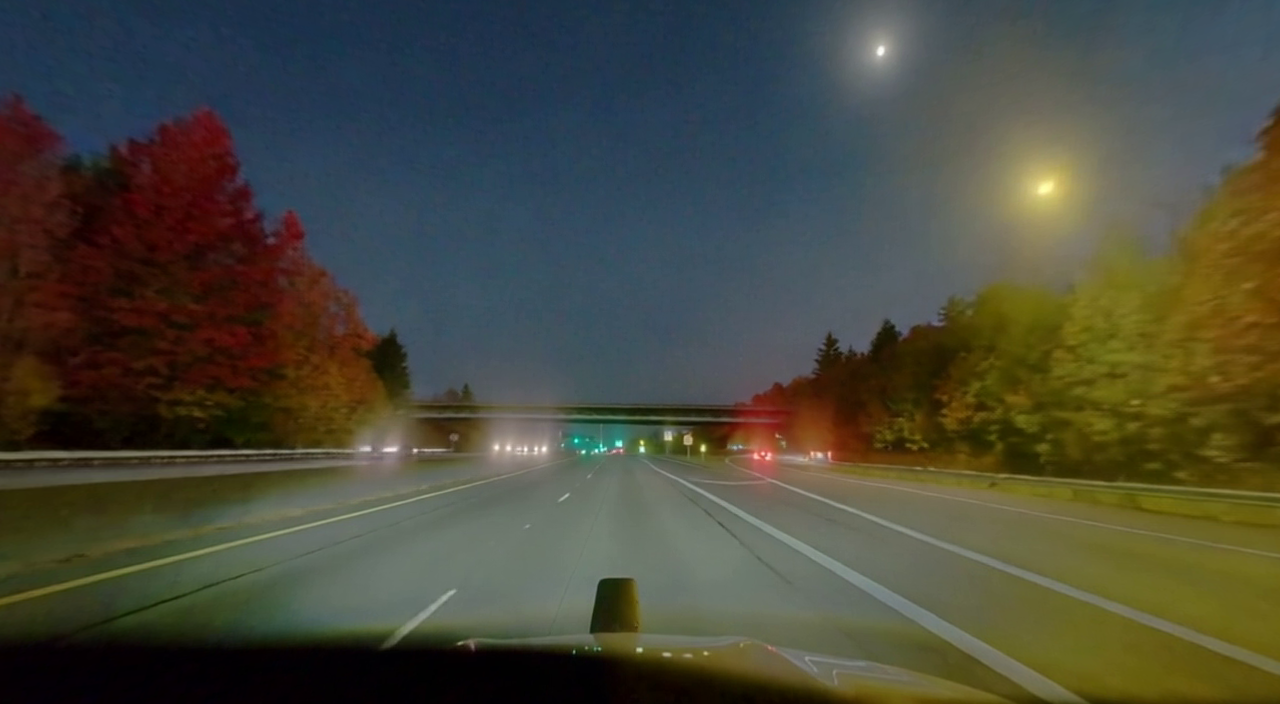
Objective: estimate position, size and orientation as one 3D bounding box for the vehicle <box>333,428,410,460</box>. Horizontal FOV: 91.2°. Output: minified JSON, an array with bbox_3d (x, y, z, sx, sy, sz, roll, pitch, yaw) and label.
[{"bbox_3d":[-14.040,4.868,33.061,1.983,1.549,4.681,0,-9,0],"label":"vehicle"}]
